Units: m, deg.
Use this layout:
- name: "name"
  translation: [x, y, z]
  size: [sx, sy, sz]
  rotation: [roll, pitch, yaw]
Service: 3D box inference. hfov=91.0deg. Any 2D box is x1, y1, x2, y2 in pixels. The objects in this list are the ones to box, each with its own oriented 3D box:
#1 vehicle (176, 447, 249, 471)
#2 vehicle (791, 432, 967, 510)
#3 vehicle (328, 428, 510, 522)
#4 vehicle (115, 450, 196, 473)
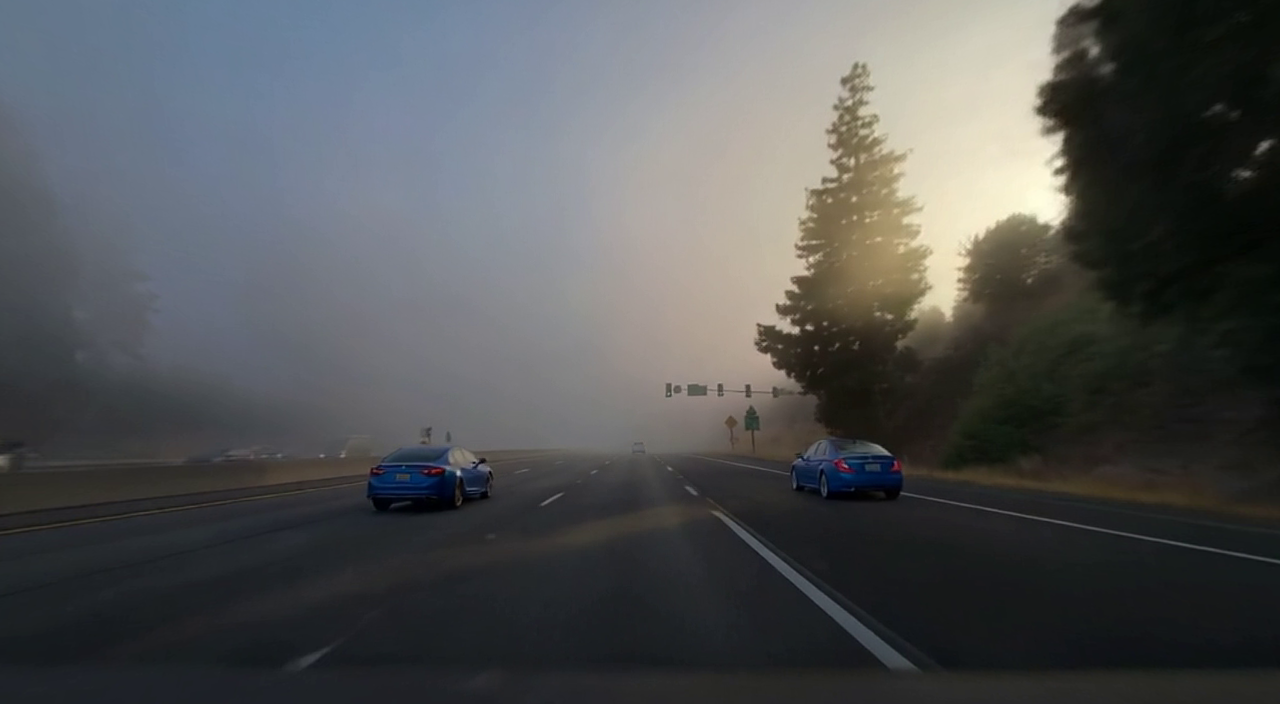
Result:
- name: "vehicle"
  translation: [-28.868, 7.224, 42.687]
  size: [1.801, 1.487, 4.459]
  rotation: [0, -9, 0]
- name: "vehicle"
  translation: [5.208, 2.667, 14.594]
  size: [2.049, 1.481, 4.774]
  rotation: [0, -9, -2]
- name: "vehicle"
  translation: [-4.093, 2.355, 12.610]
  size: [1.987, 1.516, 4.478]
  rotation: [0, -9, 1]
- name: "vehicle"
  translation: [-32.842, 7.429, 42.851]
  size: [1.793, 1.440, 4.727]
  rotation: [0, -9, 0]
